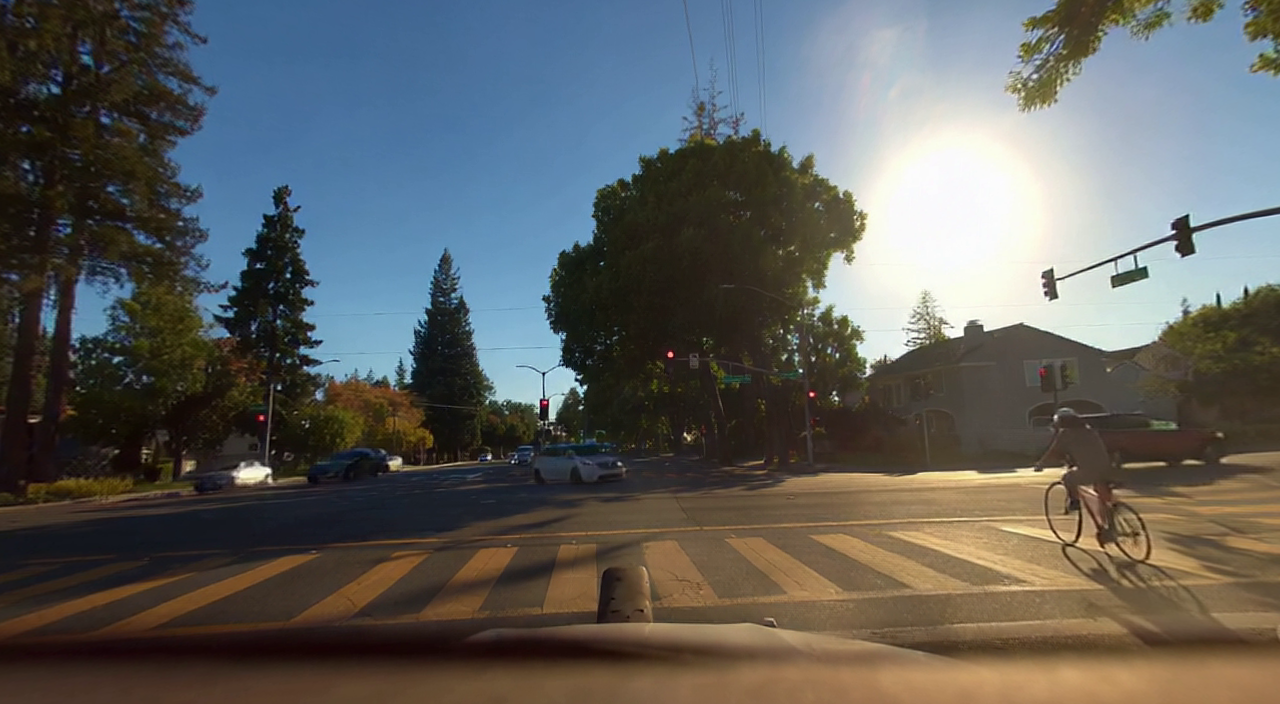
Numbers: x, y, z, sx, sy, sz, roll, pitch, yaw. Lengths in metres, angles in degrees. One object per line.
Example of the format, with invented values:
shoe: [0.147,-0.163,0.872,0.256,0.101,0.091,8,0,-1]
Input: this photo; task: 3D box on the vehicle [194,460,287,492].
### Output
vehicle: [-20.860,6.457,33.178,1.872,1.455,4.576,0,-9,0]

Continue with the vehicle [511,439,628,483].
vehicle: [-2.793,4.134,24.122,2.017,1.496,4.749,7,-12,-41]

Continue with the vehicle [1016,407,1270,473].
vehicle: [14.185,2.554,18.132,5.188,1.731,2.191,-1,-9,7]

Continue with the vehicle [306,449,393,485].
vehicle: [-13.564,5.376,29.746,1.973,1.511,4.299,0,-9,1]
